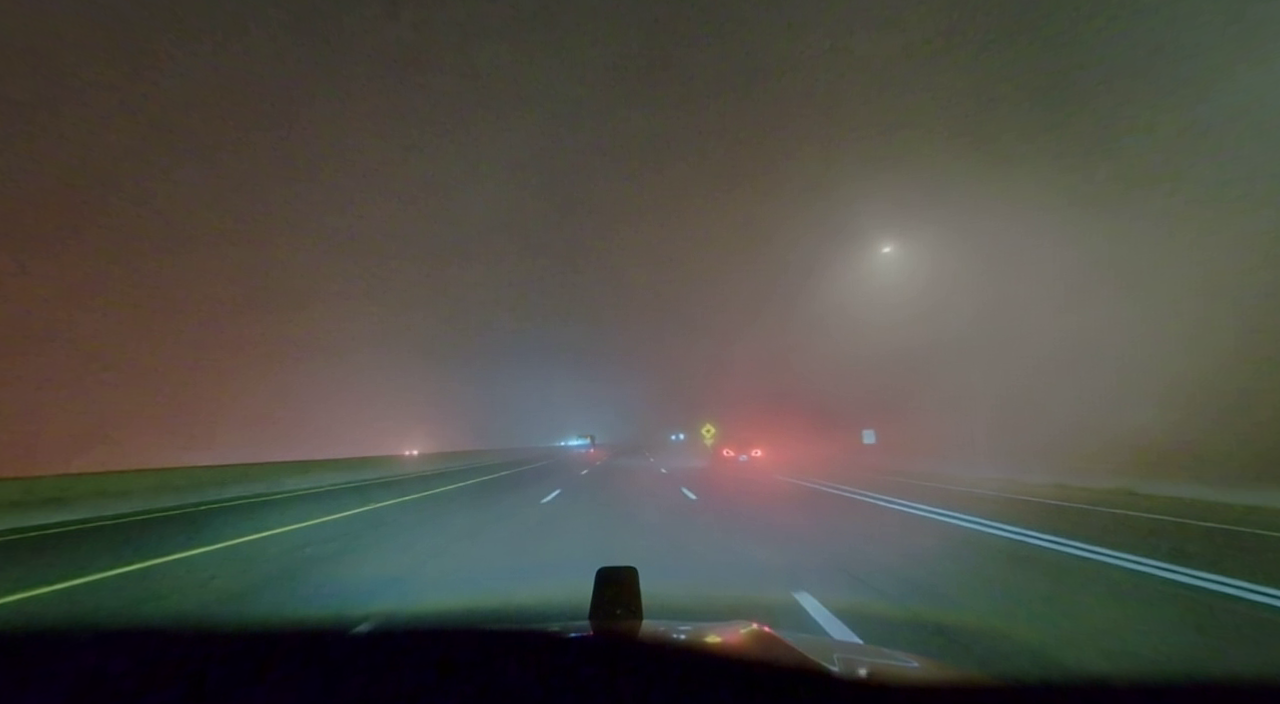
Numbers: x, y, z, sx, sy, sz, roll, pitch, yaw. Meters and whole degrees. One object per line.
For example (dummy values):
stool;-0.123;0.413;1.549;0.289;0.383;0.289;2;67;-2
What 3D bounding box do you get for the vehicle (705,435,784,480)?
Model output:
vehicle;3.789;3.920;23.658;2.060;1.485;4.274;0;-9;-2
